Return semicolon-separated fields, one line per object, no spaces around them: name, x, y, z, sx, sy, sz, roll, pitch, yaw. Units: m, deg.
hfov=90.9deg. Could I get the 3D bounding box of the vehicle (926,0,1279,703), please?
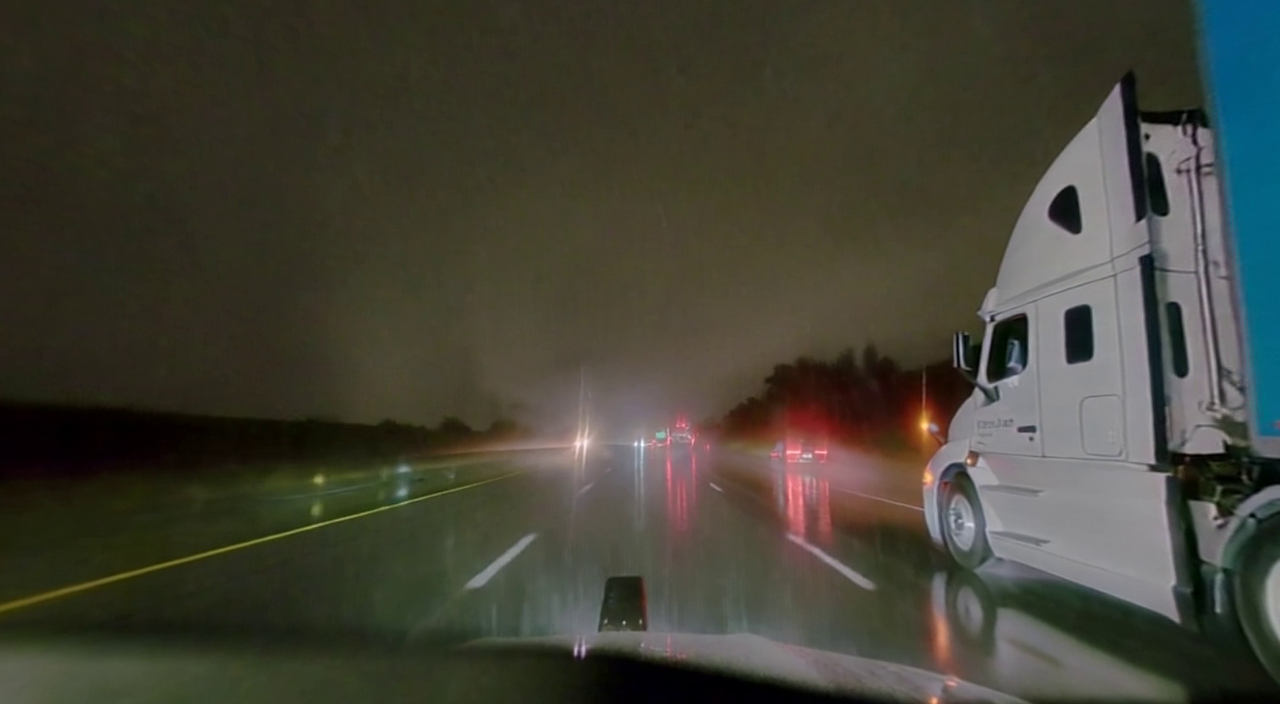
vehicle;4.116;-0.457;0.971;3.012;3.768;8.945;0;-8;-1
